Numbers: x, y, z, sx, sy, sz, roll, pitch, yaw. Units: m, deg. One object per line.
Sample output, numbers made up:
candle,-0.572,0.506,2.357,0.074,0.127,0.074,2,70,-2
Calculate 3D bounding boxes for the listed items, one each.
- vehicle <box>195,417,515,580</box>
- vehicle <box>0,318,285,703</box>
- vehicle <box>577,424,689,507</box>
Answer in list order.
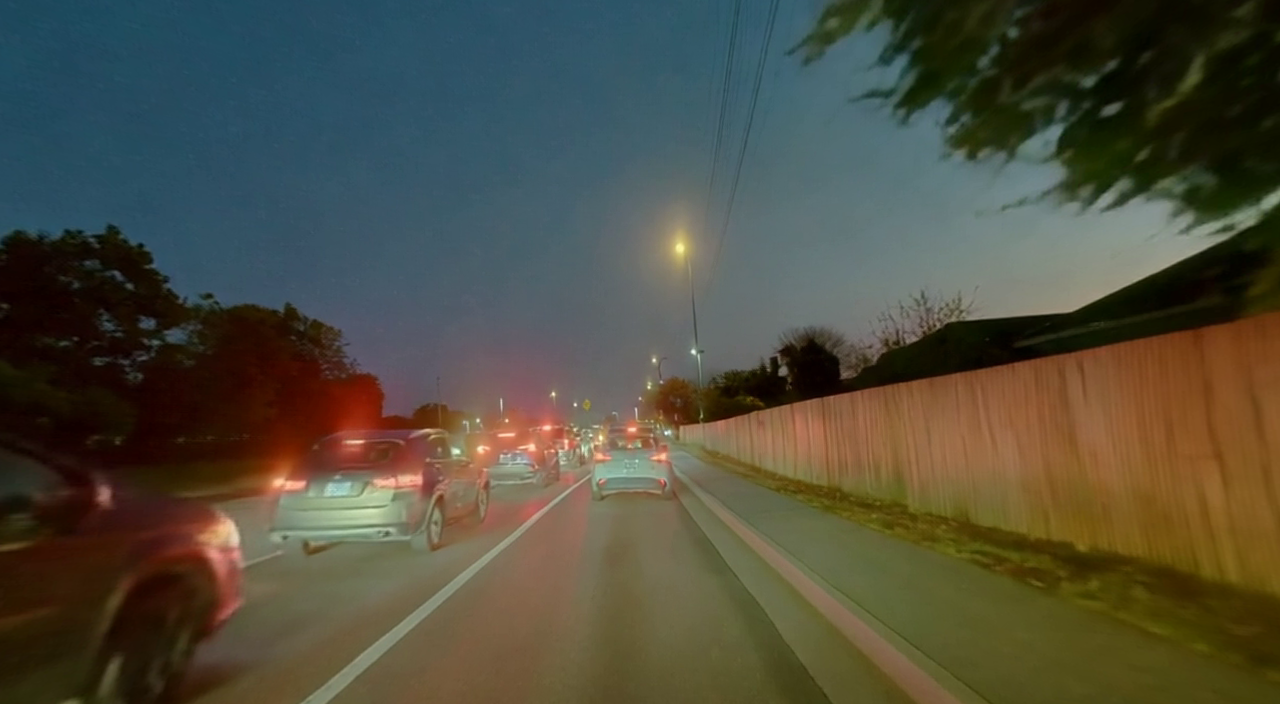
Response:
vehicle,-3.154,1.709,8.297,1.980,1.520,4.636,0,-8,1
vehicle,-3.079,0.673,1.414,1.999,1.727,4.340,0,-8,0
vehicle,-0.133,2.309,13.235,1.995,1.460,3.865,0,-8,0
